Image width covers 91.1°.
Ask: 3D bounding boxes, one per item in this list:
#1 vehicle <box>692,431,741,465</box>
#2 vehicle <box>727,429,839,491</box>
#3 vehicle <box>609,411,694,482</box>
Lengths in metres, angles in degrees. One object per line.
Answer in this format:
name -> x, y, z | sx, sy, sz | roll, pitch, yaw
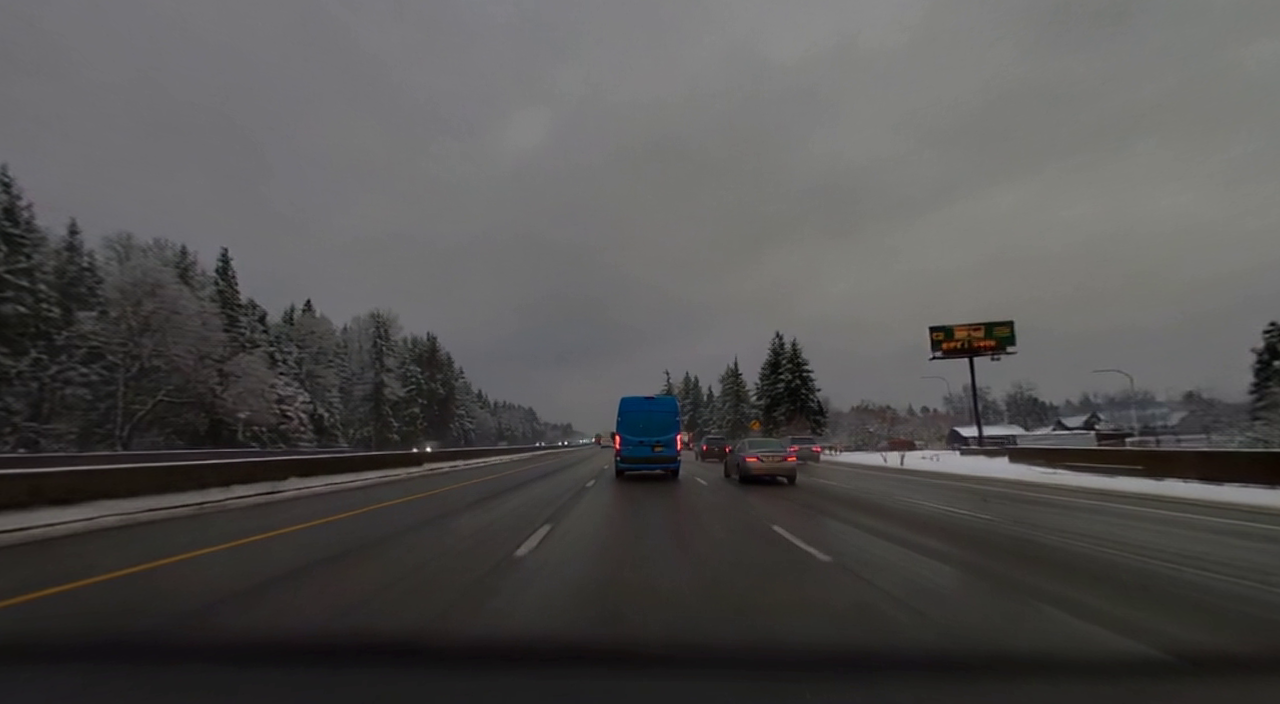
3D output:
vehicle -> 4.021, 5.132, 33.709 | 2.019, 1.662, 3.977 | 0, -8, -2
vehicle -> 3.775, 2.929, 17.351 | 2.099, 1.510, 3.784 | 0, -8, -2
vehicle -> 0.256, 3.212, 21.498 | 2.546, 2.087, 5.404 | 0, -8, -2
